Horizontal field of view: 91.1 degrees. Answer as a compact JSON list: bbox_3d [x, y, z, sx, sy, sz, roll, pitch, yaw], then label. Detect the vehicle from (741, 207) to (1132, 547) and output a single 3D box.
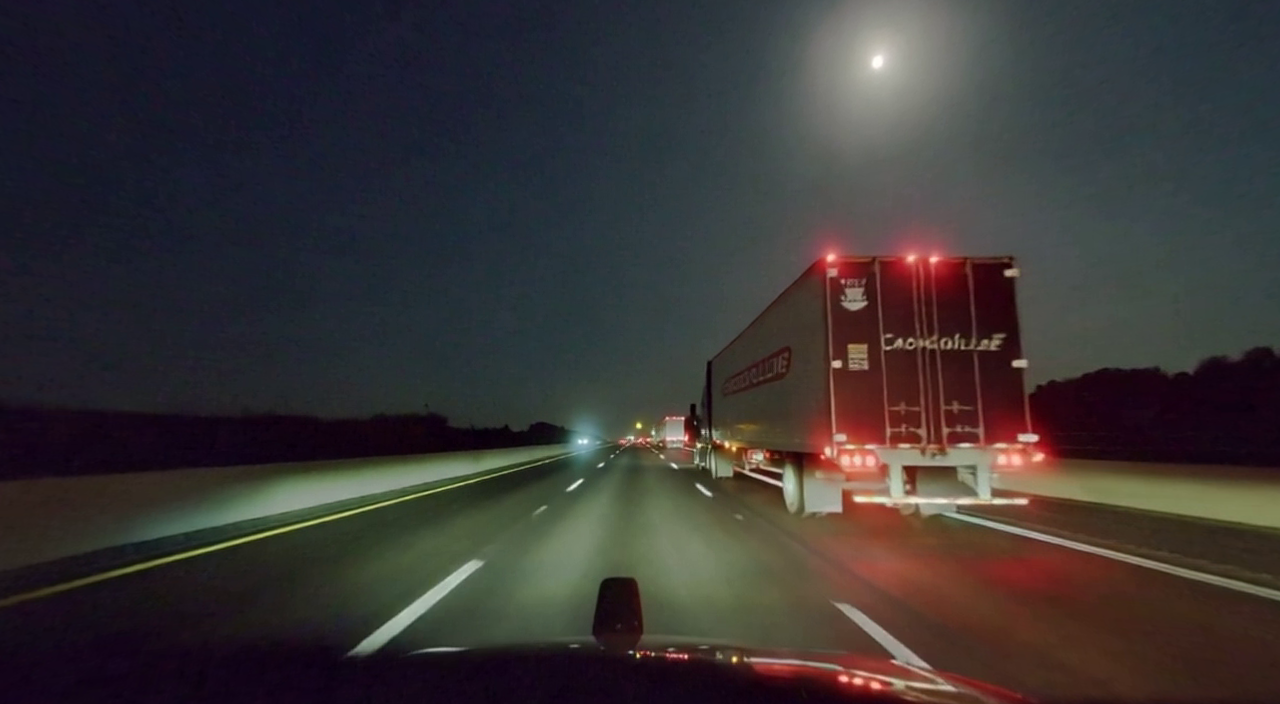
[{"bbox_3d":[4.059,0.840,11.697,2.840,3.947,8.920,0,-8,0],"label":"vehicle"}]
